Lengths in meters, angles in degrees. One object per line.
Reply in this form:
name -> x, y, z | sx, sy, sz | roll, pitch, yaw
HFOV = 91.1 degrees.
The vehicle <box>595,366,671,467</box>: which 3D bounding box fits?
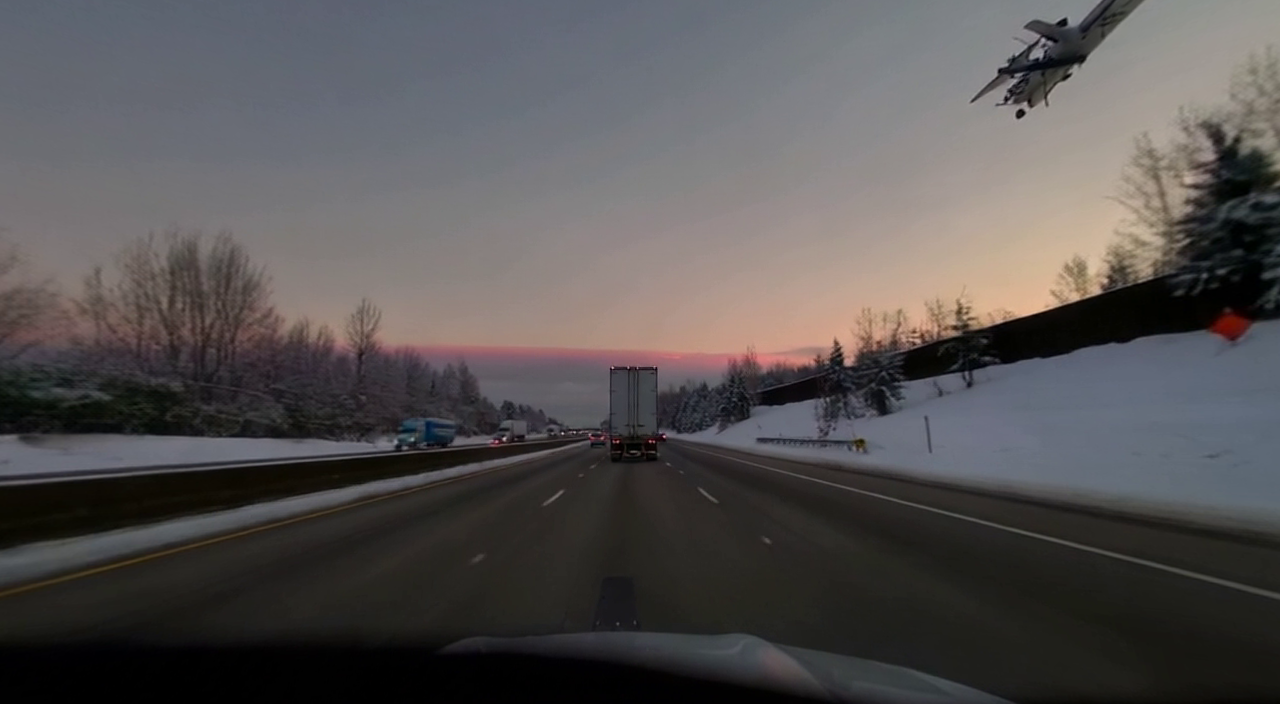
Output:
vehicle -> -0.334, 3.624, 33.183 | 2.965, 3.972, 16.689 | 0, -8, 0
